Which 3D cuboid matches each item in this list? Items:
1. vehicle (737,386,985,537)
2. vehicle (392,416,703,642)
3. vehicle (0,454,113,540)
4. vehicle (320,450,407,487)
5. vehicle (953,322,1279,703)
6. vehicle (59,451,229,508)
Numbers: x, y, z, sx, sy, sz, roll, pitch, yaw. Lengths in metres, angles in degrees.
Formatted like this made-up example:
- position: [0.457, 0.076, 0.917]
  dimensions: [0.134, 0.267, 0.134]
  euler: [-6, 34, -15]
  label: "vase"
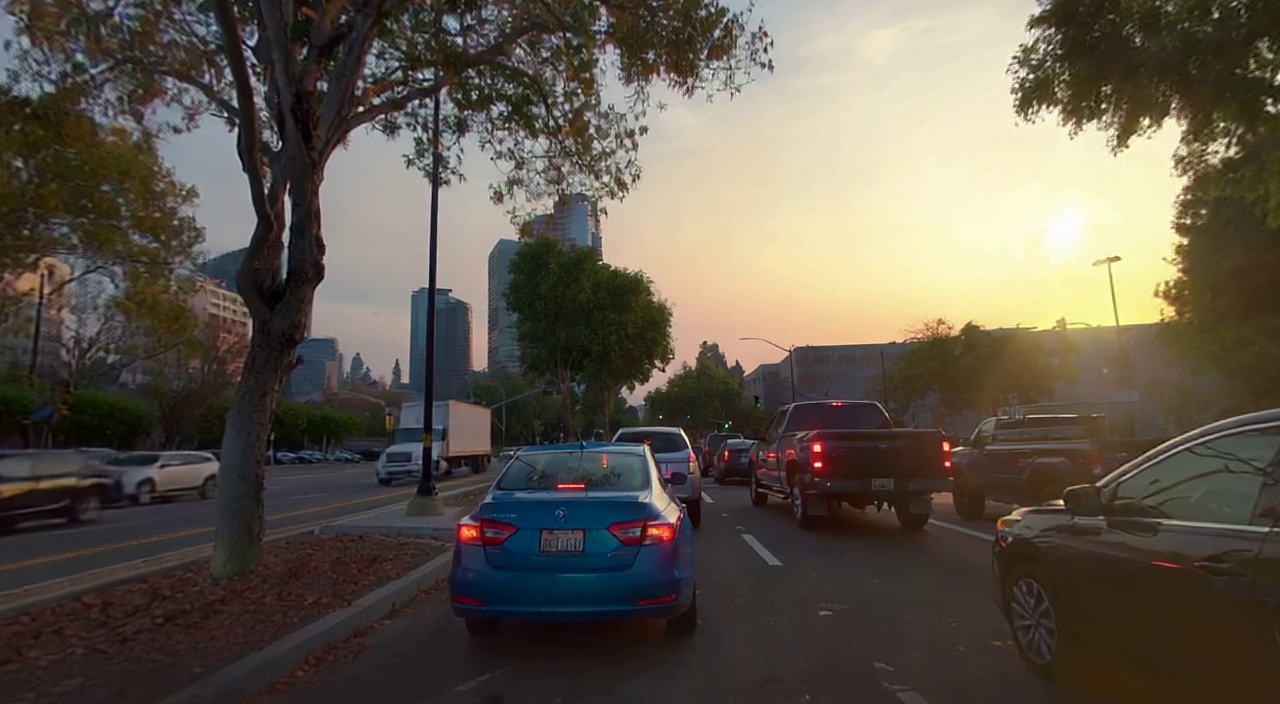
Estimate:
- position: [3.528, 1.948, 11.687]
  dimensions: [2.444, 2.098, 5.766]
  euler: [0, -8, -1]
  label: "vehicle"
- position: [-0.576, 1.499, 6.336]
  dimensions: [2.111, 1.506, 4.018]
  euler: [0, -9, 2]
  label: "vehicle"
- position: [-12.614, 2.706, 11.725]
  dimensions: [1.907, 1.522, 4.115]
  euler: [0, -9, 0]
  label: "vehicle"
- position: [-12.482, 5.249, 28.645]
  dimensions: [2.055, 1.524, 4.074]
  euler: [0, -9, 1]
  label: "vehicle"
- position: [3.158, 0.755, 2.067]
  dimensions: [1.982, 1.709, 4.427]
  euler: [0, -9, 1]
  label: "vehicle"
- position: [-16.306, 4.168, 21.015]
  dimensions: [1.937, 1.650, 4.465]
  euler: [0, -9, 2]
  label: "vehicle"
